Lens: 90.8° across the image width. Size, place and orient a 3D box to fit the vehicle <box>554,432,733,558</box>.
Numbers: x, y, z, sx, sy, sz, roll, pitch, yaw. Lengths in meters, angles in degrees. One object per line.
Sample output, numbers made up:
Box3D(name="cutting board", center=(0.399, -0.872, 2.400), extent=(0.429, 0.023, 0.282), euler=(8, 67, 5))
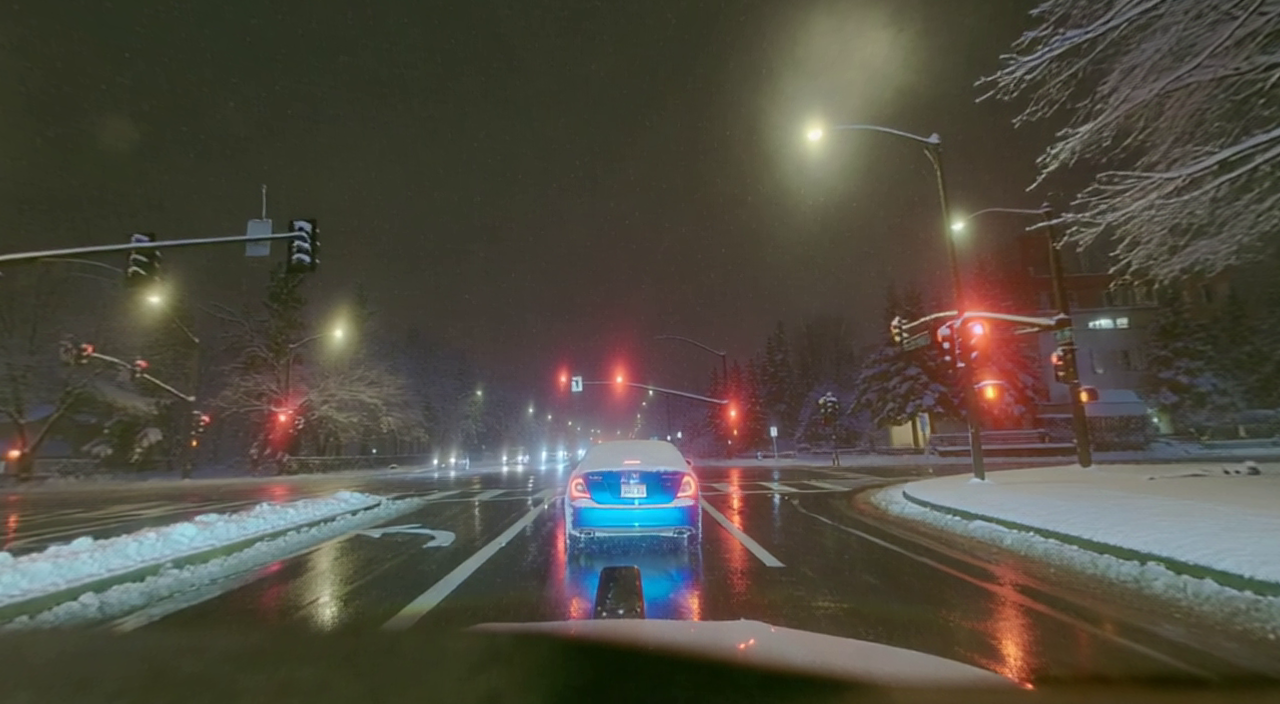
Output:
Box3D(name="vehicle", center=(0.009, 1.996, 9.531), extent=(2.107, 1.470, 3.974), euler=(0, -9, -1))
